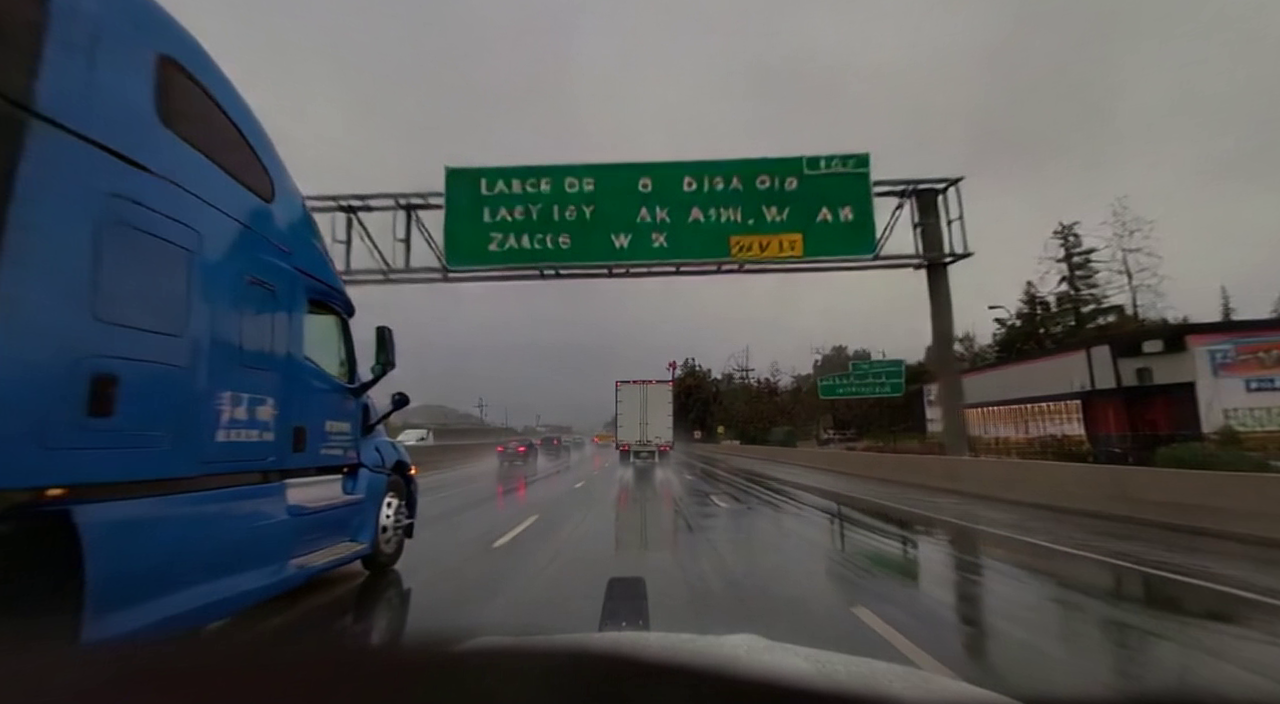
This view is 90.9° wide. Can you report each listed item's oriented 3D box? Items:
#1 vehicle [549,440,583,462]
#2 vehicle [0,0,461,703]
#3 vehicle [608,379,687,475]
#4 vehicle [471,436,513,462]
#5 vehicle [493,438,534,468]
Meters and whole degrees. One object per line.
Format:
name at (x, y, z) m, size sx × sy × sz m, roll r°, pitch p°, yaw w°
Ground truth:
vehicle at (-5.166, 6.964, 44.504) m, size 1.933 × 1.459 × 4.478 m, roll 0°, pitch -9°, yaw -2°
vehicle at (-3.991, 0.105, 3.994) m, size 3.061 × 3.891 × 8.658 m, roll 0°, pitch -9°, yaw 0°
vehicle at (0.274, 3.540, 28.614) m, size 2.941 × 3.604 × 9.851 m, roll 0°, pitch -9°, yaw 0°
vehicle at (-10.763, 7.118, 46.283) m, size 1.969 × 1.757 × 4.453 m, roll 0°, pitch -9°, yaw 1°
vehicle at (-7.100, 5.693, 35.612) m, size 1.736 × 1.580 × 2.778 m, roll 0°, pitch -9°, yaw 0°
